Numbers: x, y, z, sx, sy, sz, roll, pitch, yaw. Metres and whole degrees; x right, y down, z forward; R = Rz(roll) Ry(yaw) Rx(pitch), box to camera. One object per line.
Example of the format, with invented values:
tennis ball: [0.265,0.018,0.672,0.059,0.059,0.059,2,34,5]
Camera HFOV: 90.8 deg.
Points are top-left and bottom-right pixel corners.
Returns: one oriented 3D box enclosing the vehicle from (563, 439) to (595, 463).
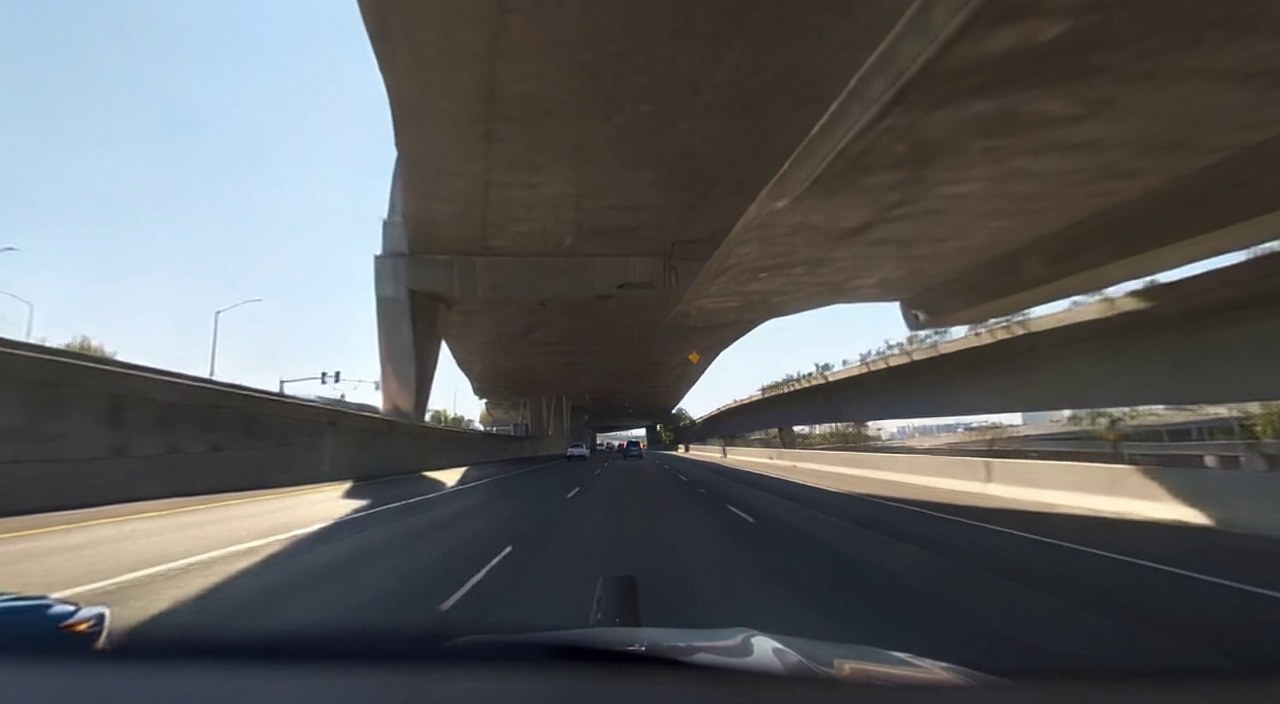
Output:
vehicle: [-4.466,7.282,46.570,2.000,1.646,4.201,0,-8,-1]

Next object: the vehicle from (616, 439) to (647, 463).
vehicle: [-0.652,7.093,45.496,2.132,1.657,3.967,0,-8,-2]
